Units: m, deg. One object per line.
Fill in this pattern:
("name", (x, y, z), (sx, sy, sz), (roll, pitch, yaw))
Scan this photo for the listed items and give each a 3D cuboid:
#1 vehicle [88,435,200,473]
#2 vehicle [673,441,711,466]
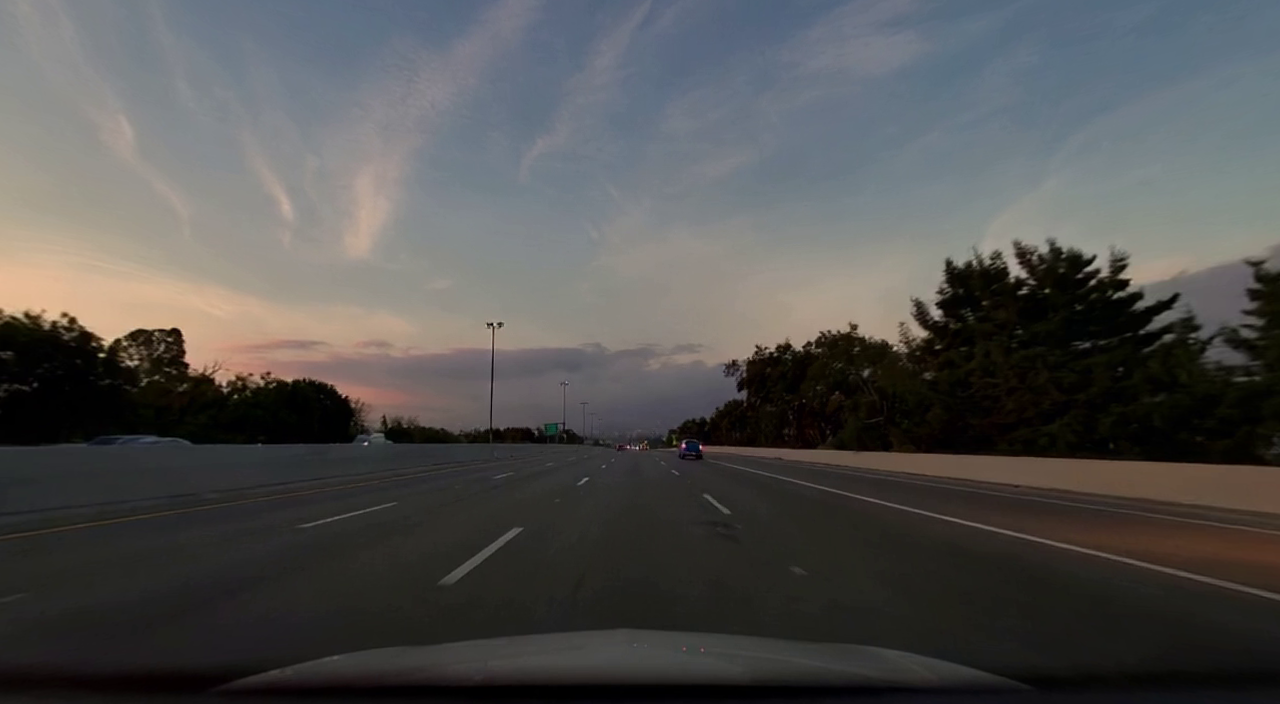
("vehicle", (-22.791, 4.680, 29.250), (2.124, 1.610, 3.846), (1, -8, -3))
("vehicle", (3.286, 6.468, 40.492), (2.000, 1.533, 3.770), (0, -8, -1))
